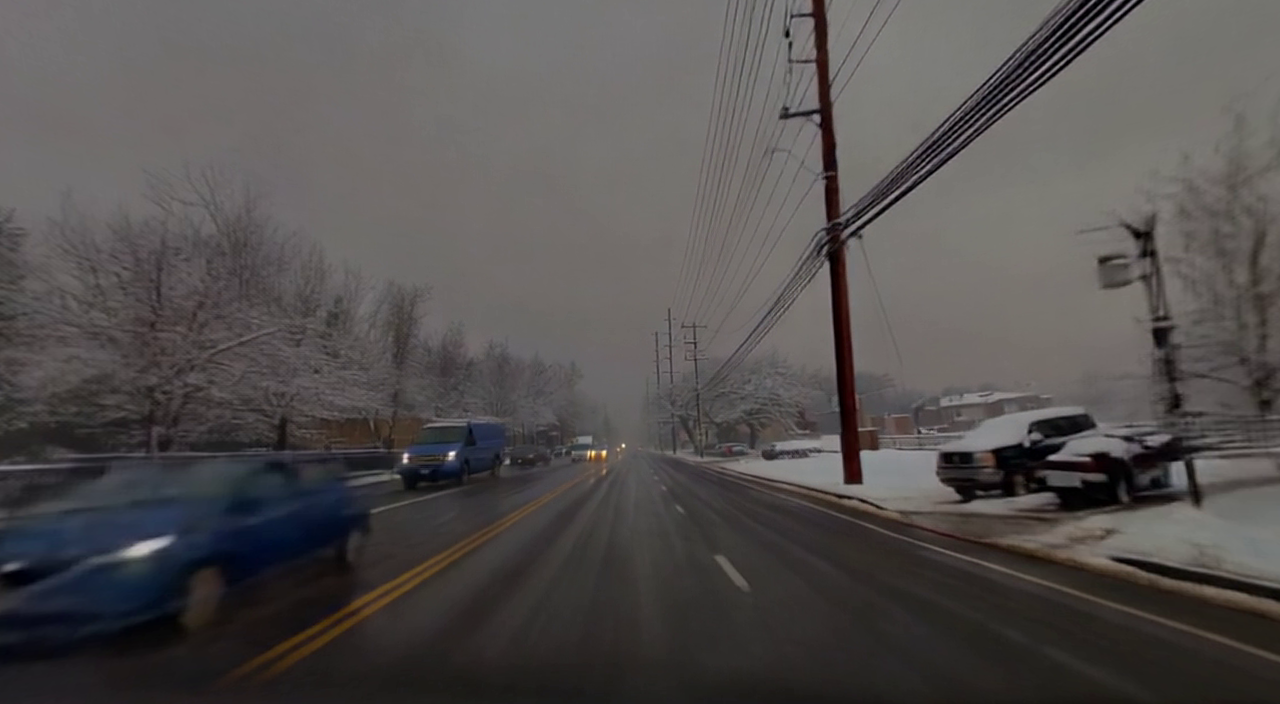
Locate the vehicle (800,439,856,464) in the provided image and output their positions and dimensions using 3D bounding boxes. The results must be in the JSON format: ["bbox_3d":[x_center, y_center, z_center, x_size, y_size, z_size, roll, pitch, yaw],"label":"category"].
[{"bbox_3d":[12.413,6.582,41.874,2.143,1.518,4.893,0,-8,0],"label":"vehicle"}]

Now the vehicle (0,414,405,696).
[{"bbox_3d":[-4.152,1.479,5.860,1.998,1.562,4.433,-1,-8,3],"label":"vehicle"}]

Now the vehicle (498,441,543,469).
[{"bbox_3d":[-7.942,6.852,42.182,2.242,1.741,4.519,0,-8,-1],"label":"vehicle"}]

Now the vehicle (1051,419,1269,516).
[{"bbox_3d":[10.705,2.350,12.887,4.687,1.634,1.938,6,-13,-33],"label":"vehicle"}]

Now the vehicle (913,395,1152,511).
[{"bbox_3d":[9.780,2.412,15.459,6.532,2.291,2.575,6,-10,-36],"label":"vehicle"}]

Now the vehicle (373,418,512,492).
[{"bbox_3d":[-7.222,3.914,24.316,2.909,2.362,7.390,-1,-8,1],"label":"vehicle"}]

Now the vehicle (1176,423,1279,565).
[{"bbox_3d":[9.371,1.783,8.383,4.480,1.616,2.180,5,-10,-35],"label":"vehicle"}]
